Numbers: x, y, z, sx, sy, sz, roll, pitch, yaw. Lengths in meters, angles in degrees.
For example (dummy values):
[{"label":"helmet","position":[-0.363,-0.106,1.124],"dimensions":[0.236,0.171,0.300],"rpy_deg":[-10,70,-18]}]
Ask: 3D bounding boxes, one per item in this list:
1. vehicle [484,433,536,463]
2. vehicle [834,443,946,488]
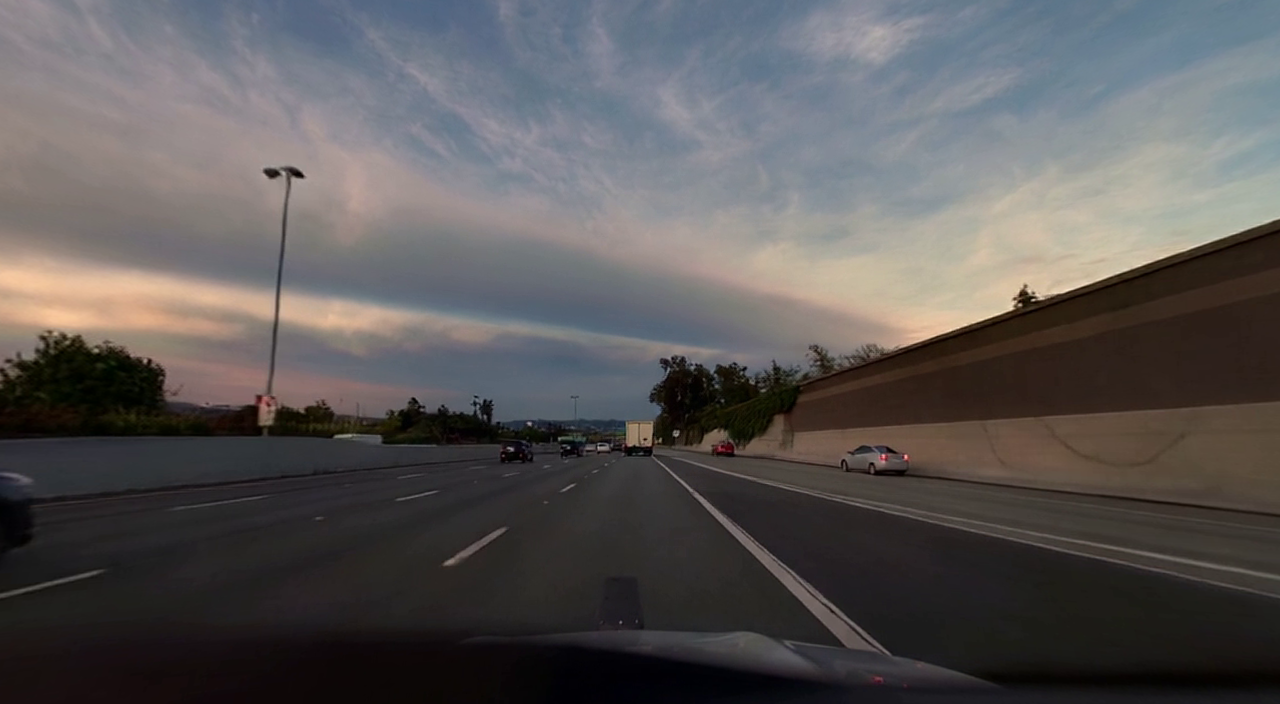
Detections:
[{"label":"vehicle","position":[-9.909,7.403,48.636],"dimensions":[2.571,2.169,6.443],"rpy_deg":[0,-9,1]},{"label":"vehicle","position":[9.278,4.238,23.865],"dimensions":[2.075,1.510,4.569],"rpy_deg":[1,-9,-5]}]
